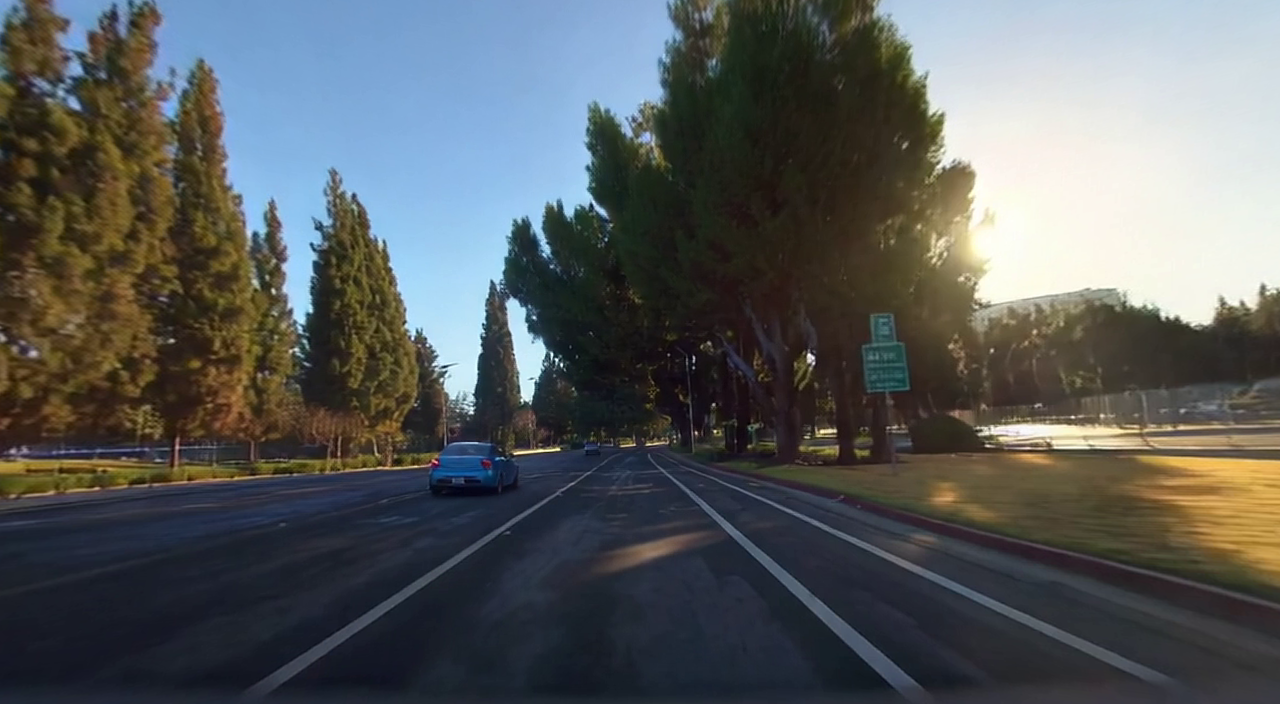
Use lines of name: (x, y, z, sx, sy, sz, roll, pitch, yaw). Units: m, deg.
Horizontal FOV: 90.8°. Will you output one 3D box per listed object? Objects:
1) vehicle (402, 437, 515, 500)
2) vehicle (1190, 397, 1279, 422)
vehicle: (-4.723, 3.065, 17.123, 1.964, 1.472, 4.078, 0, -8, -2)
vehicle: (46.481, 4.534, 49.273, 1.860, 1.607, 4.938, 4, -9, -29)
